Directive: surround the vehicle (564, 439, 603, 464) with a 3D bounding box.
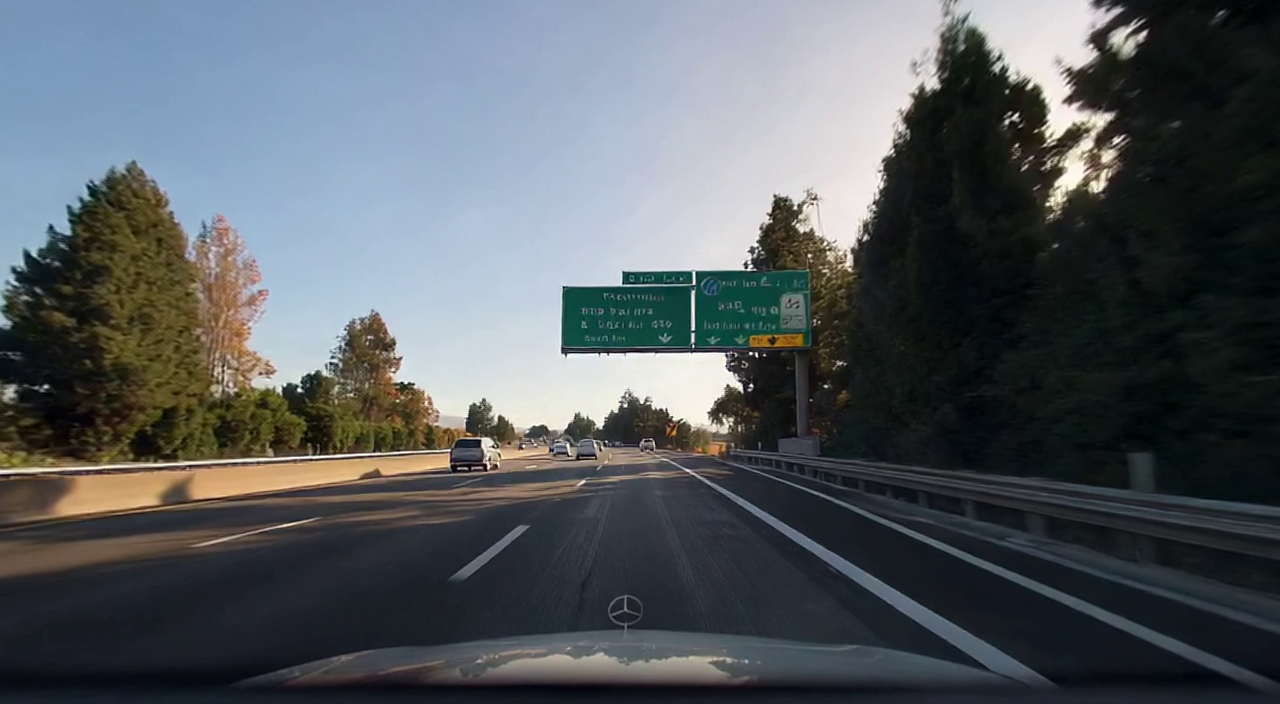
[{"bbox_3d":[-3.513,6.266,39.735,2.075,1.516,4.212,0,-8,0],"label":"vehicle"}]

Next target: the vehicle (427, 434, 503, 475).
[{"bbox_3d":[-7.600,4.499,27.791,2.080,1.632,4.332,0,-8,0],"label":"vehicle"}]
